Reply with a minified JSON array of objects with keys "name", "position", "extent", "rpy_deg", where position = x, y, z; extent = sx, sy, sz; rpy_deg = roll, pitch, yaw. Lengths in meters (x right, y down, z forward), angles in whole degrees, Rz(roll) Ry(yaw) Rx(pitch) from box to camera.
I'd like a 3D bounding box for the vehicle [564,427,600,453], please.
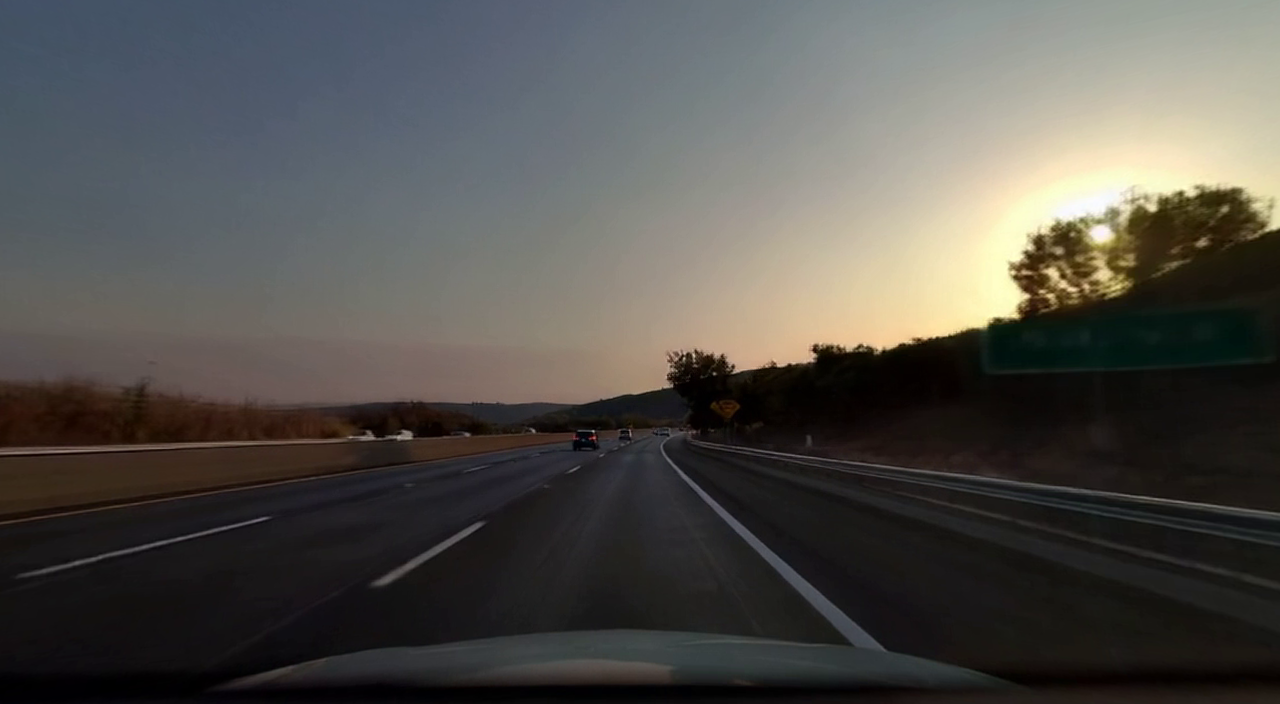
[{"name":"vehicle","position":[-3.966,6.087,43.477],"extent":[1.980,1.721,4.419],"rpy_deg":[0,-8,1]}]
